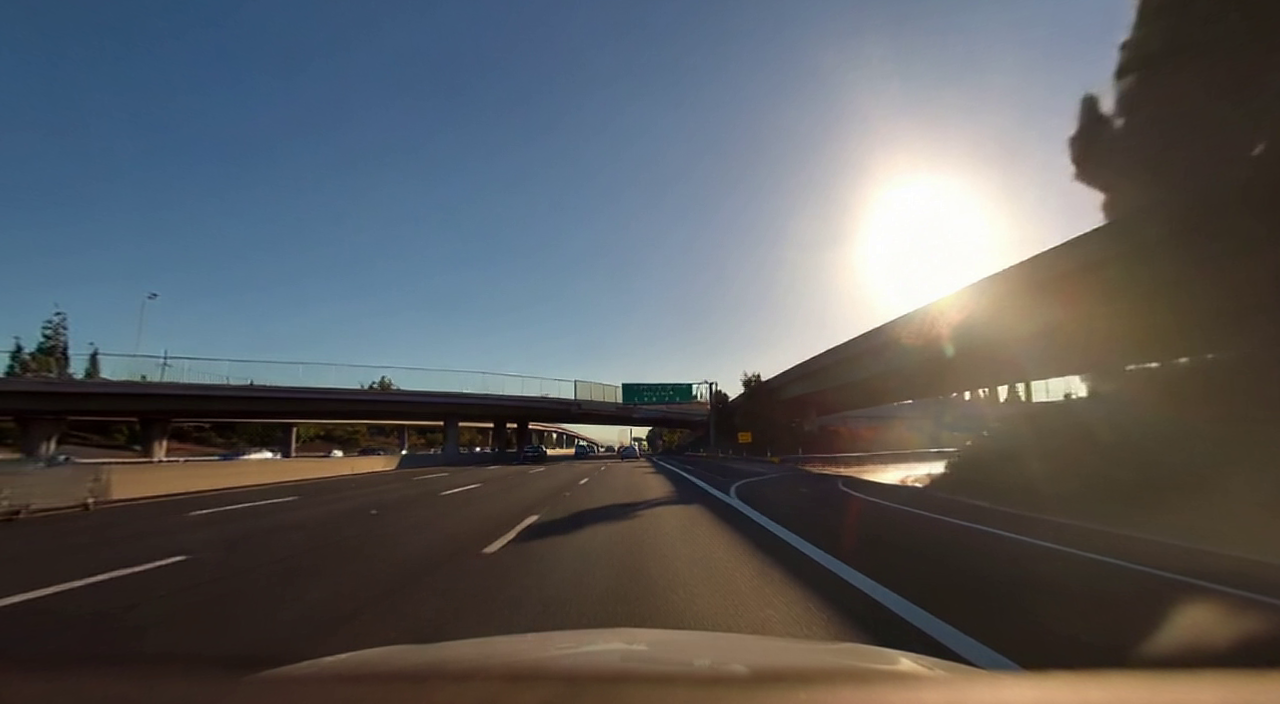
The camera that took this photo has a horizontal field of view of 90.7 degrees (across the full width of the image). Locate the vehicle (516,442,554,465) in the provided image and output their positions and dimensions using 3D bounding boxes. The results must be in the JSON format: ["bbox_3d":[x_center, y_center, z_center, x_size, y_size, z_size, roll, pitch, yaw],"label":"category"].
[{"bbox_3d":[-7.449,7.239,45.300,1.994,1.487,4.605,0,-8,0],"label":"vehicle"}]

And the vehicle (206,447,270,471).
[{"bbox_3d":[-28.332,7.498,44.743,1.854,1.589,3.993,0,-8,0],"label":"vehicle"}]

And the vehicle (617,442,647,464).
[{"bbox_3d":[-0.648,7.435,46.692,2.086,1.472,4.168,0,-8,-2],"label":"vehicle"}]
